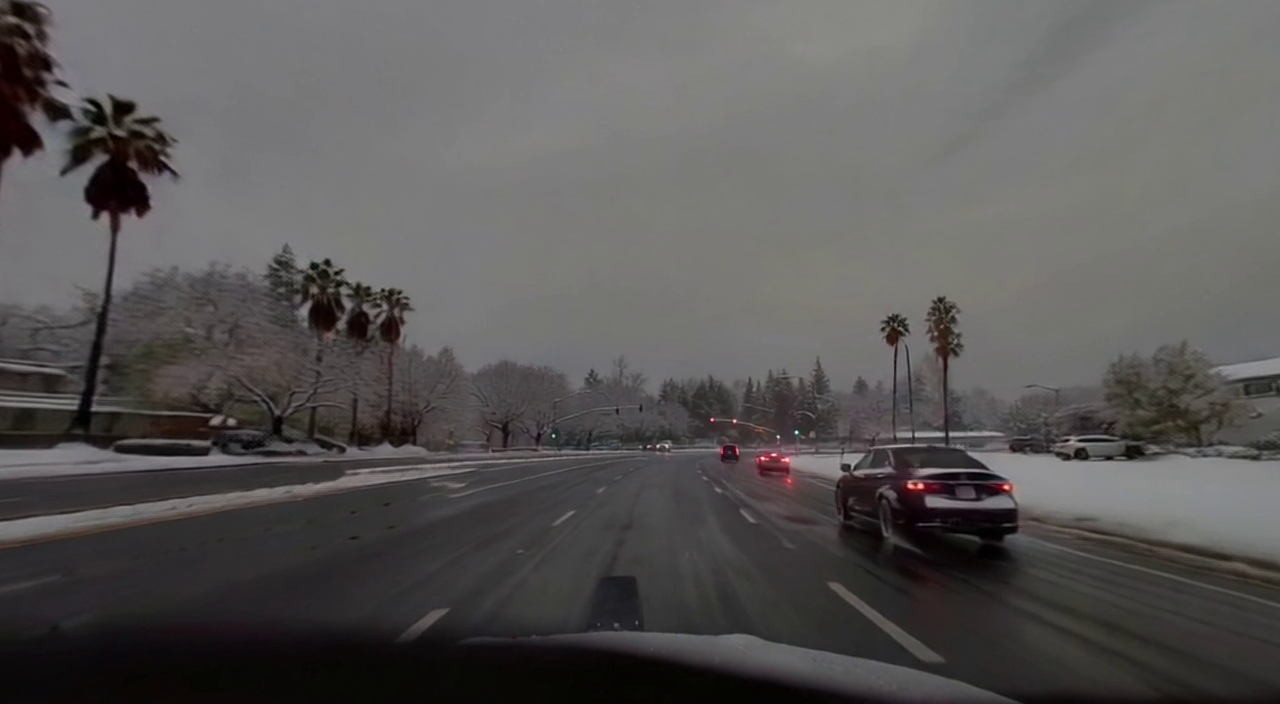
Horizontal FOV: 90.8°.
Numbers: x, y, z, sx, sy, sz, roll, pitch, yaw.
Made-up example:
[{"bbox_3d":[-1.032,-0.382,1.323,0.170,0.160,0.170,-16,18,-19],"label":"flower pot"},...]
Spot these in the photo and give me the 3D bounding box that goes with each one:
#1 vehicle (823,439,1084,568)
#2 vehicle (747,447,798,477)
[{"bbox_3d":[4.234,2.067,9.377,1.993,1.483,3.821,0,-9,2],"label":"vehicle"},{"bbox_3d":[7.159,5.977,34.632,2.144,1.473,4.638,-1,-9,5],"label":"vehicle"}]
